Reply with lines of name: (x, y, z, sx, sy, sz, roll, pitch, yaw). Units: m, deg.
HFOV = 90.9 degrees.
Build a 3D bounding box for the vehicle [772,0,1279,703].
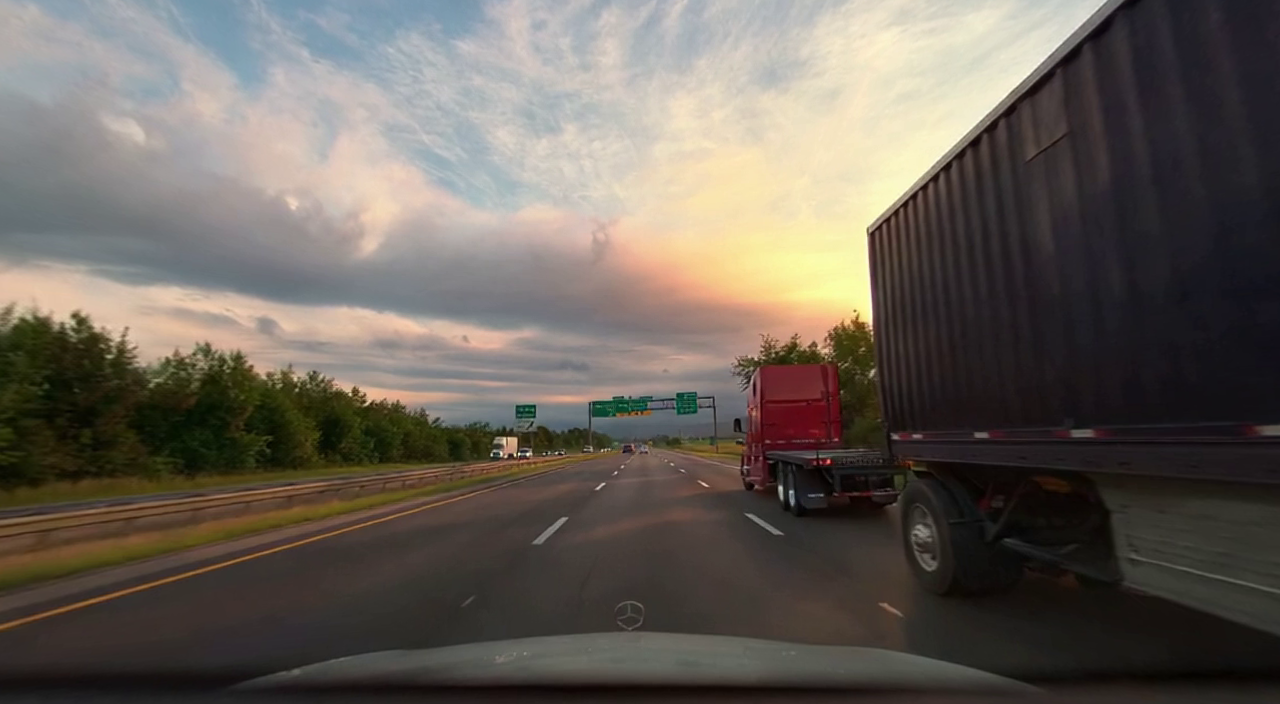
vehicle: (4.084, 0.095, 5.393, 3.060, 4.100, 13.141, 0, -9, 0)
